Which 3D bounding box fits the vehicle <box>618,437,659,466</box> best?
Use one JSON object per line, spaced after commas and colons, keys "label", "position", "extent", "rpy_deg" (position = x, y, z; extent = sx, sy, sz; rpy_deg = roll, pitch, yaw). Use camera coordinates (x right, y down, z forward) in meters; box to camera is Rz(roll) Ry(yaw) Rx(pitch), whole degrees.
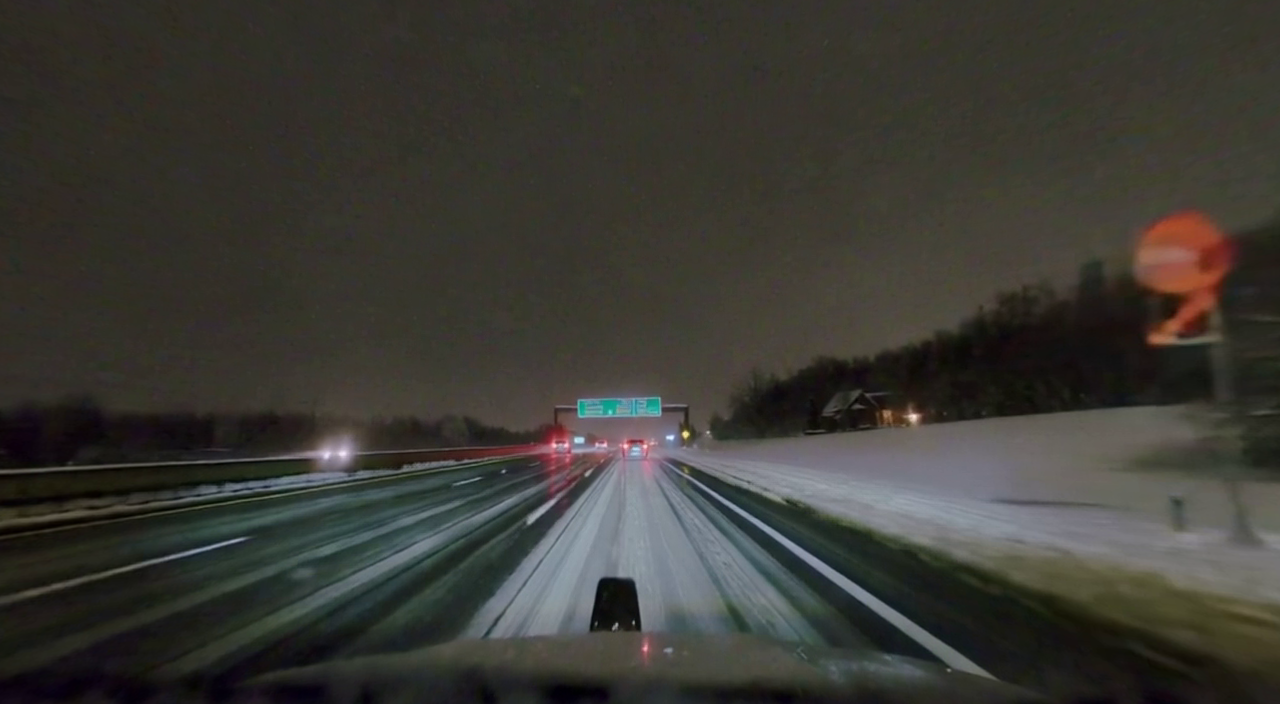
{"label": "vehicle", "position": [-0.093, 5.367, 34.130], "extent": [2.072, 1.440, 3.690], "rpy_deg": [0, -8, -1]}
